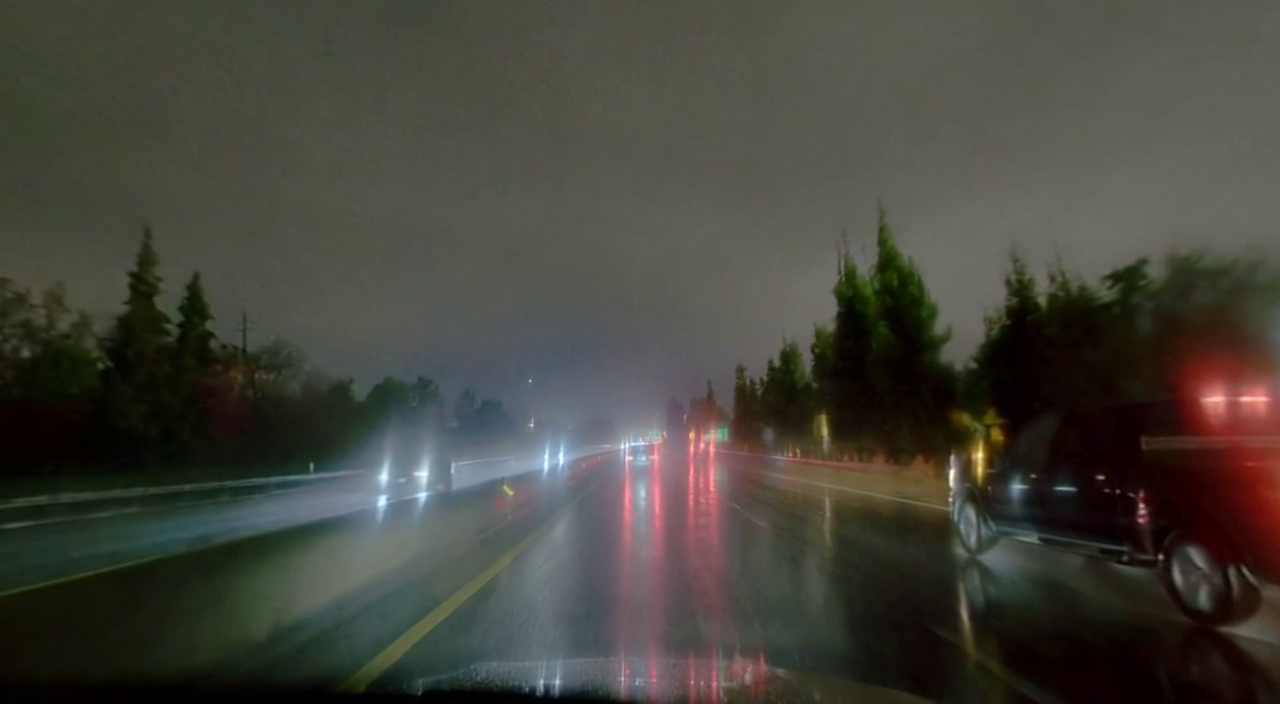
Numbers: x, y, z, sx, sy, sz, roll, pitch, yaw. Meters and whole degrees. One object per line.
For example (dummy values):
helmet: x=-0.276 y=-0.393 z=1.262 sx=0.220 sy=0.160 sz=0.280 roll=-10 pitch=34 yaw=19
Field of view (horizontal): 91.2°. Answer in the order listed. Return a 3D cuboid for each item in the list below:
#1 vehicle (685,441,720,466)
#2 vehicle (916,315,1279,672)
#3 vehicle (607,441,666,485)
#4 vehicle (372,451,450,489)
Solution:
vehicle: x=4.138 y=6.802 z=42.114 sx=1.936 sy=1.589 sz=3.915 roll=0 pitch=-9 yaw=-1
vehicle: x=4.668 y=1.096 z=5.518 sx=2.261 sy=1.952 sz=4.784 roll=0 pitch=-9 yaw=0
vehicle: x=-0.134 y=4.165 z=23.713 sx=2.029 sy=1.483 sz=3.769 roll=0 pitch=-9 yaw=0
vehicle: x=-10.368 y=5.355 z=28.738 sx=1.868 sy=1.535 sz=4.326 roll=-1 pitch=-9 yaw=2
